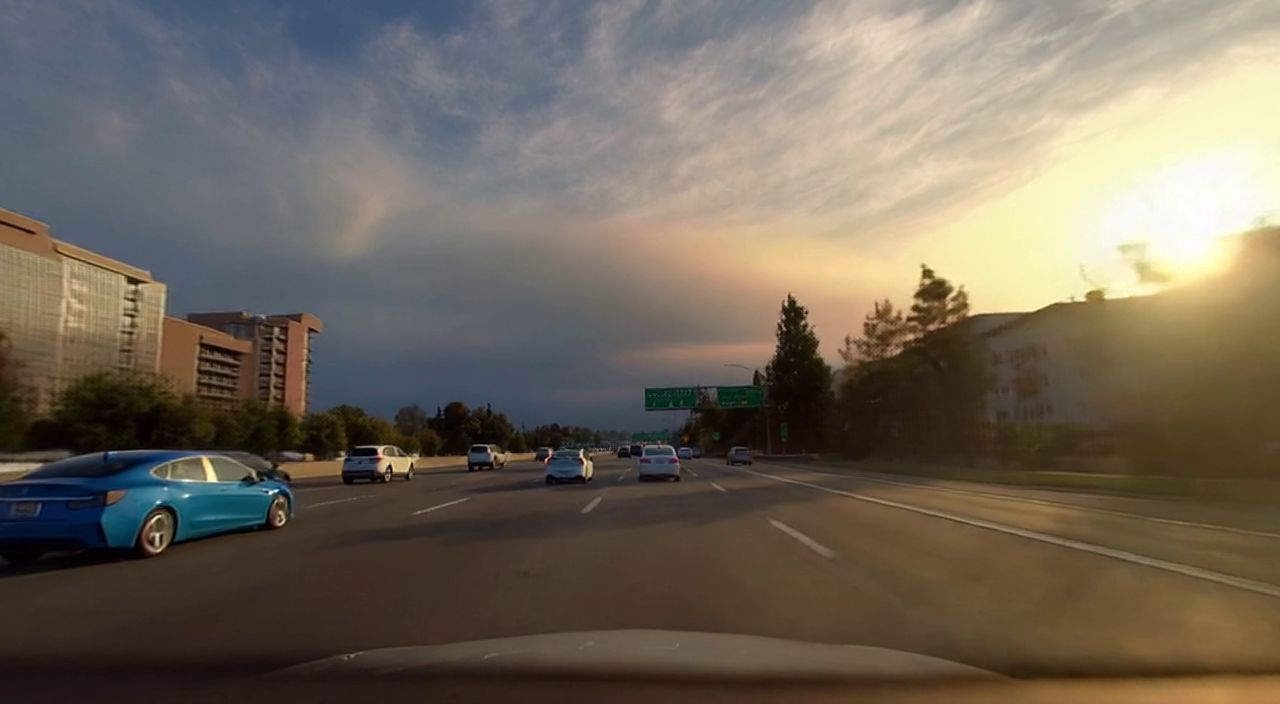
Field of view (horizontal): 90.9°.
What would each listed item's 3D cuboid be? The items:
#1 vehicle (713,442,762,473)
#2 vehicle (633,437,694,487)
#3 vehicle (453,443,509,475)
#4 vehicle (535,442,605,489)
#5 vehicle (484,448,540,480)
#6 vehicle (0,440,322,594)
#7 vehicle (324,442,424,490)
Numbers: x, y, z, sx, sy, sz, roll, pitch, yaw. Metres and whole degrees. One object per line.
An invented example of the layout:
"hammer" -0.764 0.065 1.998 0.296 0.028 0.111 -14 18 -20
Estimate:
"vehicle" 5.947 6.501 39.094 2.071 1.754 4.484 0 -8 -3
"vehicle" 0.838 4.168 24.194 2.114 1.715 4.136 0 -8 0
"vehicle" -10.009 6.771 40.219 2.186 1.851 5.085 -1 -8 1
"vehicle" -2.557 4.280 24.231 2.102 1.624 4.257 -1 -8 2
"vehicle" -6.341 5.577 31.660 1.886 1.455 4.148 -1 -8 1
"vehicle" -6.612 1.955 8.523 2.116 1.473 4.644 -1 -8 1
"vehicle" -10.322 4.425 24.879 1.947 1.683 4.331 -1 -8 2
